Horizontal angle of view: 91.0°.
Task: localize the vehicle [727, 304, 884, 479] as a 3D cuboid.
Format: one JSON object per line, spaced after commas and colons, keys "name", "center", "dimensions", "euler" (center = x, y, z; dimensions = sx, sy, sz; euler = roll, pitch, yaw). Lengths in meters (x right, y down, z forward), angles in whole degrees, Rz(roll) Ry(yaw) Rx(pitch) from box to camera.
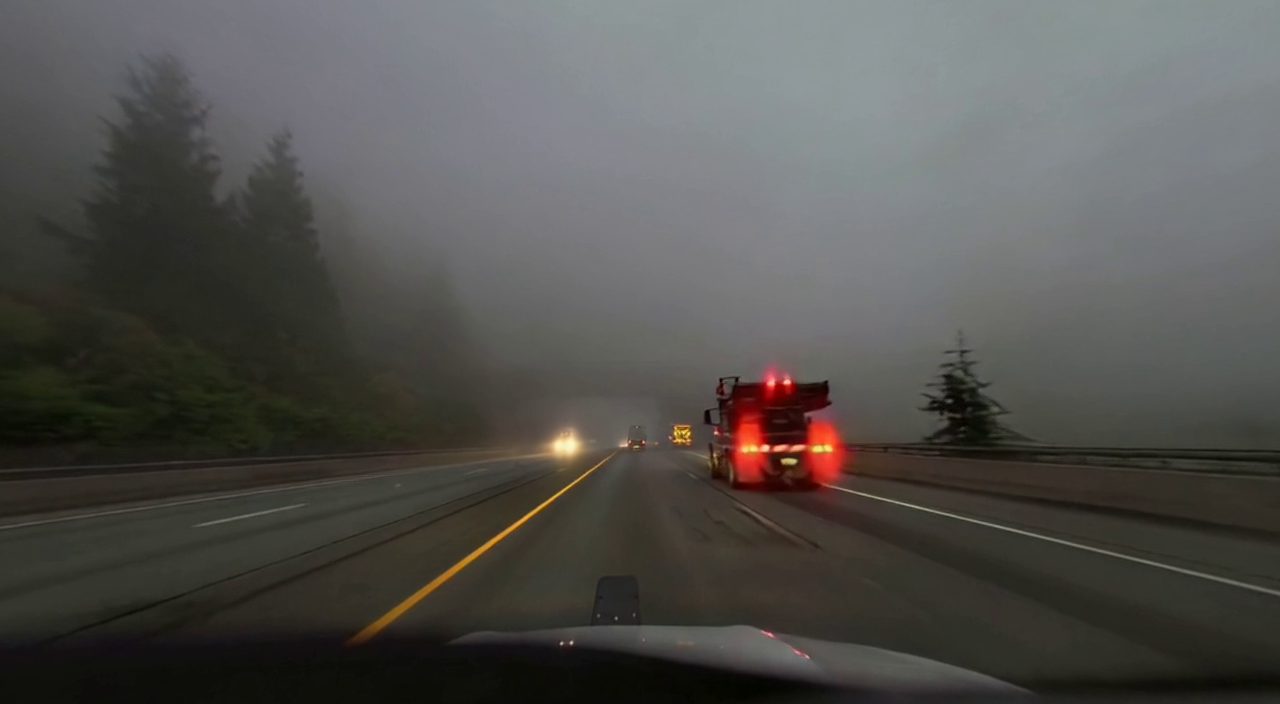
{"name": "vehicle", "center": [4.390, 1.336, 18.024], "dimensions": [2.875, 4.206, 4.999], "euler": [-3, -9, 0]}
